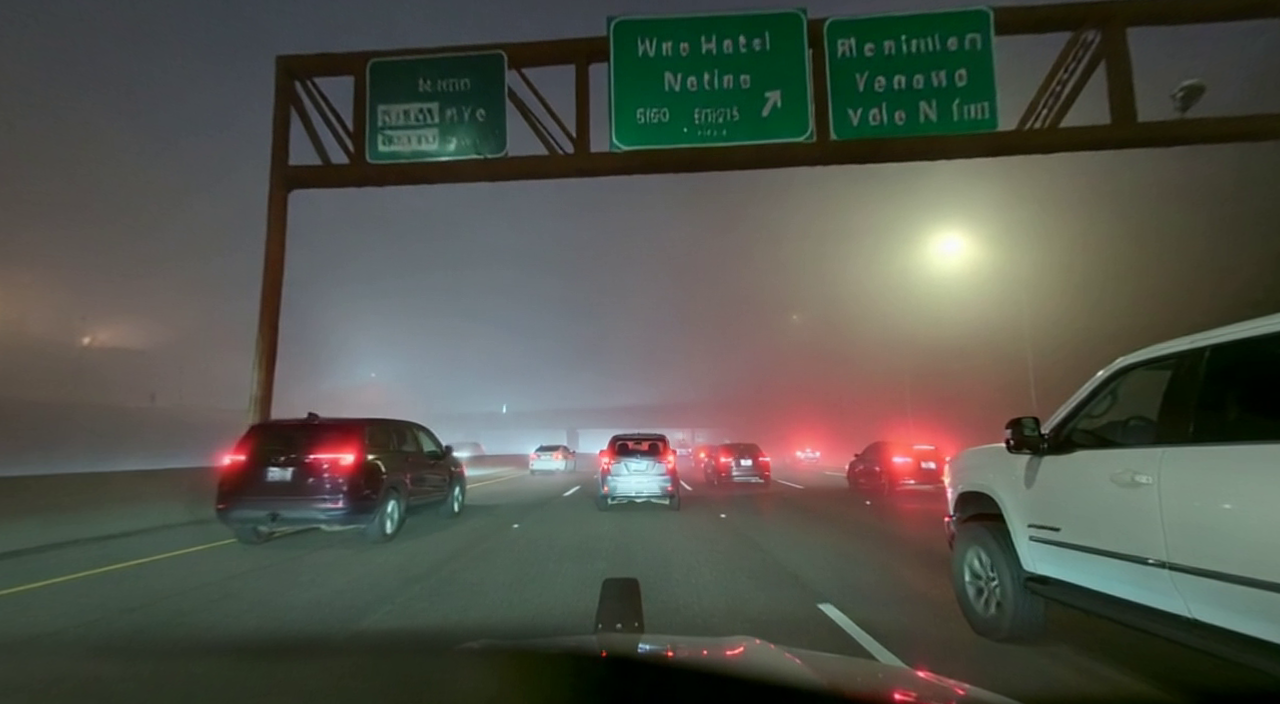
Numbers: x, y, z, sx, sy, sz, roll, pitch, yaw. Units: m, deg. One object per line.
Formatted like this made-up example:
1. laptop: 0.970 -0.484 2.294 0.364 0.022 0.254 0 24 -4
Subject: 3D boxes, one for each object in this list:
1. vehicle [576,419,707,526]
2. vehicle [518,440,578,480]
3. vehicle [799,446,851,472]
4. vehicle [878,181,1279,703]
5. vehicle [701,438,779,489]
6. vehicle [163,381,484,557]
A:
1. vehicle: 0.036 2.337 12.673 2.181 1.756 4.167 0 -9 0
2. vehicle: -4.112 4.900 28.882 1.982 1.655 4.604 0 -9 1
3. vehicle: 11.967 6.940 41.115 1.797 1.557 4.653 1 -9 -2
4. vehicle: 3.481 0.693 3.428 2.300 2.242 5.327 0 -9 1
5. vehicle: 3.504 3.997 22.951 2.022 1.633 4.651 1 -9 -1
6. vehicle: -4.575 1.859 10.693 2.212 2.101 6.052 0 -9 1
